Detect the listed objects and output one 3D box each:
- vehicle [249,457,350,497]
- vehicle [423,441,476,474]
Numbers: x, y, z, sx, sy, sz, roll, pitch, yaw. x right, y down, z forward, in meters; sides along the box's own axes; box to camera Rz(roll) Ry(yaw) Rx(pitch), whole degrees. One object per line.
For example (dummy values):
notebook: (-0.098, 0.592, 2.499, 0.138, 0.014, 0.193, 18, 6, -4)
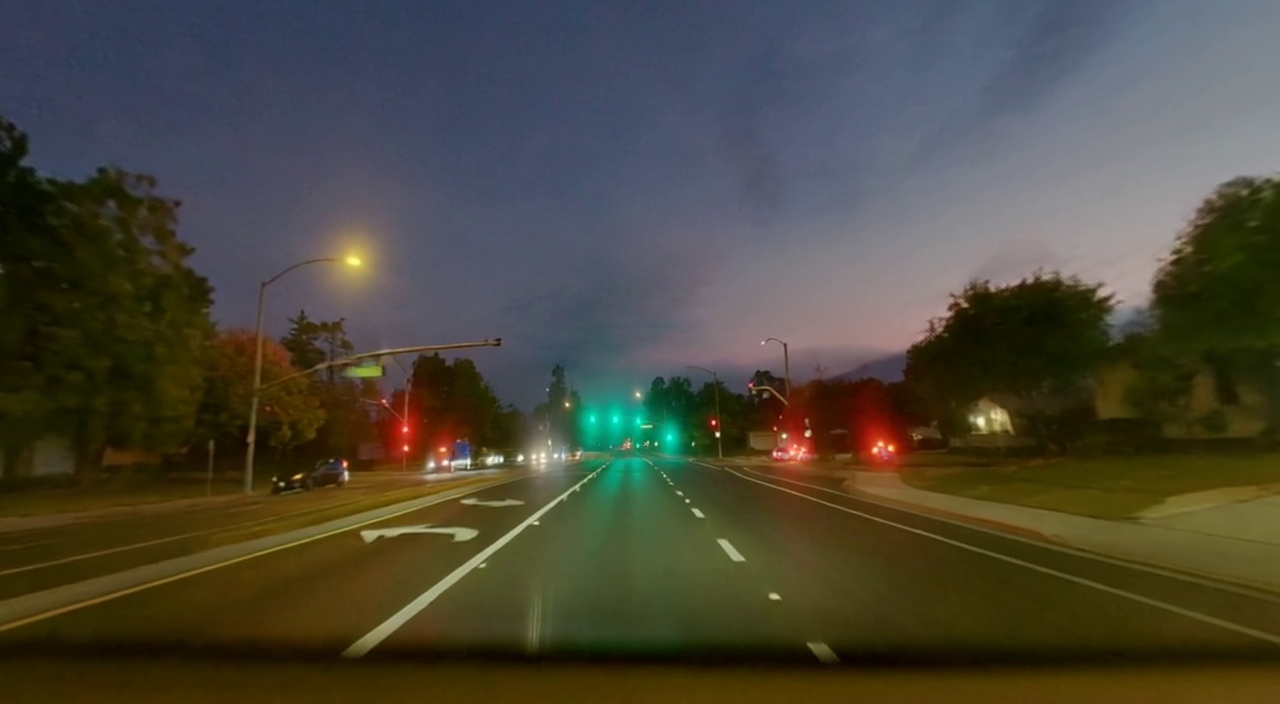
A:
vehicle: (-14.115, 5.179, 26.510, 1.888, 1.470, 4.282, 0, -8, -1)
vehicle: (-13.899, 7.713, 46.424, 2.346, 2.217, 5.290, 0, -8, -2)
